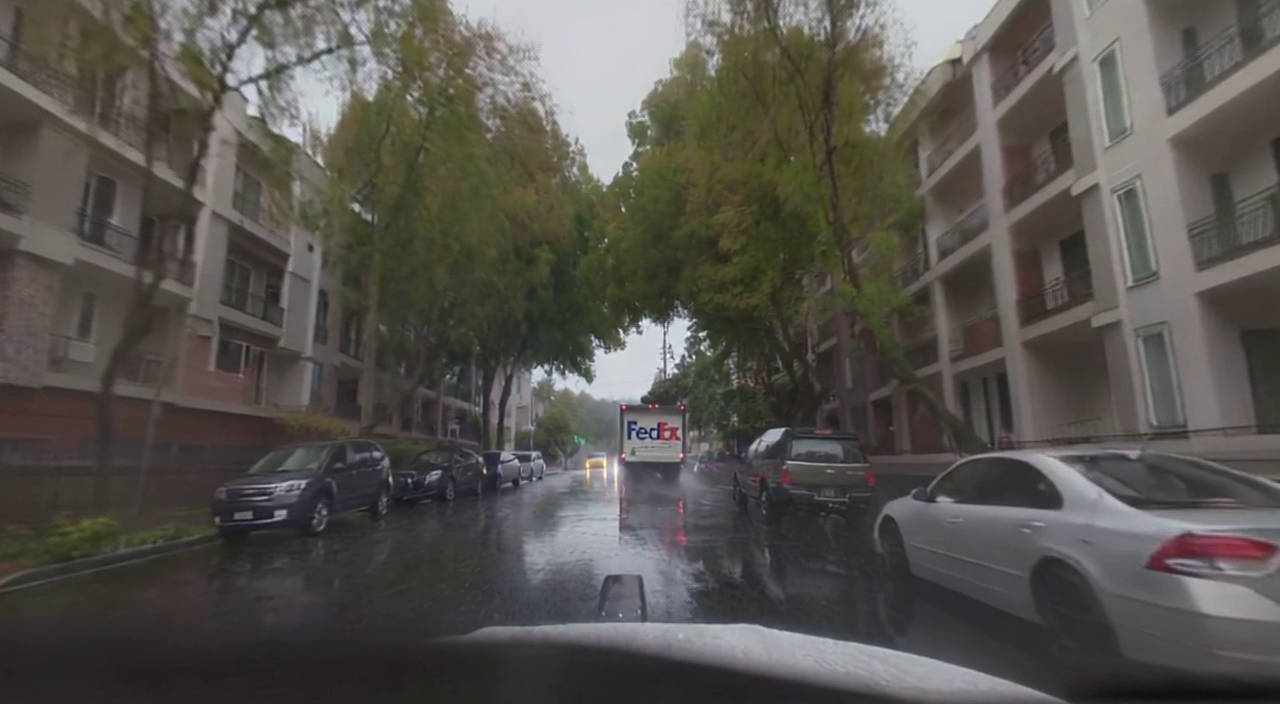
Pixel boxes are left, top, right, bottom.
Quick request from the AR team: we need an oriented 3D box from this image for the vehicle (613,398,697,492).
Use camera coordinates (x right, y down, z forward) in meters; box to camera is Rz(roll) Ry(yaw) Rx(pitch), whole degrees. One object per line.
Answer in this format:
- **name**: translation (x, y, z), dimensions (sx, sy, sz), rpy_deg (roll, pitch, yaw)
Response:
- **vehicle**: translation (0.408, 3.879, 26.391), dimensions (2.930, 3.275, 8.180), rpy_deg (0, -8, -2)

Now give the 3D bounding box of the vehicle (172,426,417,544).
- **vehicle**: translation (-5.981, 2.321, 11.721), dimensions (2.089, 1.757, 4.256), rpy_deg (0, -8, 0)

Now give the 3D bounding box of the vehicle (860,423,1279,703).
- **vehicle**: translation (3.389, 1.373, 4.774), dimensions (1.877, 1.500, 4.407), rpy_deg (0, -9, 0)

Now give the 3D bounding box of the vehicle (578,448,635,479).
- **vehicle**: translation (-1.714, 5.935, 33.939), dimensions (1.981, 1.500, 3.992), rpy_deg (-2, -9, 13)

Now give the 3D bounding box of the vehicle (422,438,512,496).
- **vehicle**: translation (-6.103, 4.086, 22.884), dimensions (2.020, 1.867, 4.654), rpy_deg (0, -9, -1)

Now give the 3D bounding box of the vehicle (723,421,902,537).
- **vehicle**: translation (3.364, 2.612, 13.797), dimensions (2.221, 1.991, 5.564), rpy_deg (0, -9, -1)
